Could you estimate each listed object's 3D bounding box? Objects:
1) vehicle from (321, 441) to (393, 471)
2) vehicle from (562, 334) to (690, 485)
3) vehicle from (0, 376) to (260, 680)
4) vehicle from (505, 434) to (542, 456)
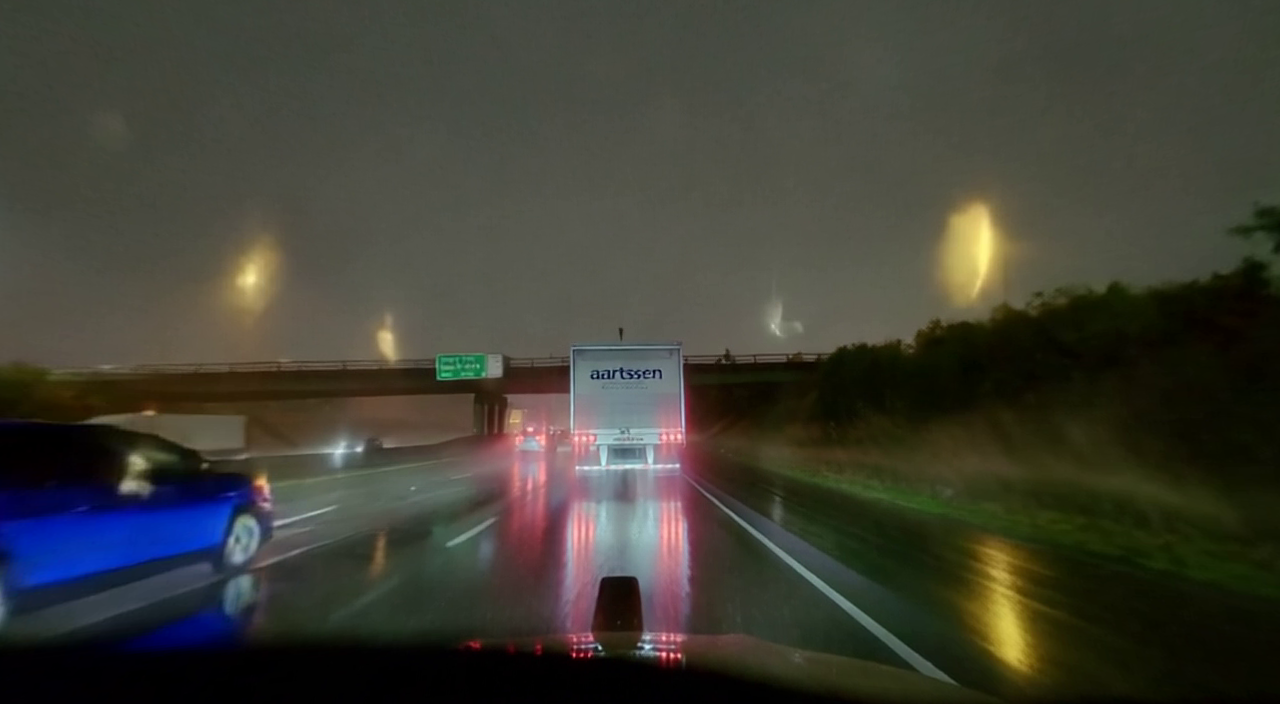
[{"bbox_3d":[-16.004,5.877,35.830,1.924,1.498,4.565,0,-8,0],"label":"vehicle"},{"bbox_3d":[-0.418,2.247,22.482,3.442,4.106,10.719,0,-8,0],"label":"vehicle"},{"bbox_3d":[-4.510,0.939,3.256,2.052,1.639,4.894,0,-8,0],"label":"vehicle"},{"bbox_3d":[-8.604,6.889,46.695,1.940,1.488,3.976,0,-8,0],"label":"vehicle"}]
